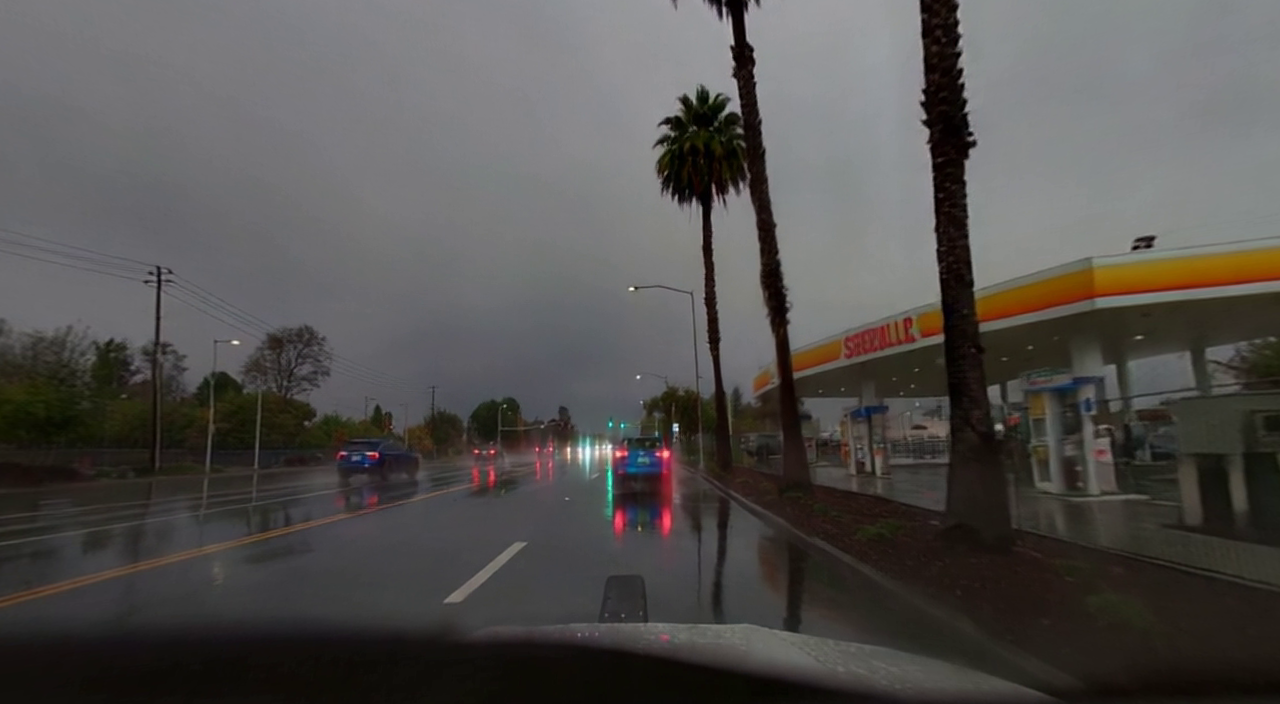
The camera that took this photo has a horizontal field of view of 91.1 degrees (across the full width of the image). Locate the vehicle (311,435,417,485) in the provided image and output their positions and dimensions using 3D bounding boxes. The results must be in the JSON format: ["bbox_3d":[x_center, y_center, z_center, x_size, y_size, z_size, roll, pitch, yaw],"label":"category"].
[{"bbox_3d":[-10.405,4.094,24.069,1.965,1.743,4.327,0,-9,1],"label":"vehicle"}]

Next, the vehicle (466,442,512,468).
[{"bbox_3d":[-10.476,7.172,43.929,1.998,1.731,4.952,0,-8,0],"label":"vehicle"}]

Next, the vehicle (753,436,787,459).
[{"bbox_3d":[8.508,6.215,40.775,1.837,1.416,3.947,-2,-9,15],"label":"vehicle"}]

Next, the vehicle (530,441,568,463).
[{"bbox_3d":[-6.862,7.598,47.860,2.099,1.608,4.420,0,-8,1],"label":"vehicle"}]

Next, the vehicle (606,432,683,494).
[{"bbox_3d":[0.181,3.369,19.400,2.121,1.710,3.893,0,-8,2],"label":"vehicle"}]
